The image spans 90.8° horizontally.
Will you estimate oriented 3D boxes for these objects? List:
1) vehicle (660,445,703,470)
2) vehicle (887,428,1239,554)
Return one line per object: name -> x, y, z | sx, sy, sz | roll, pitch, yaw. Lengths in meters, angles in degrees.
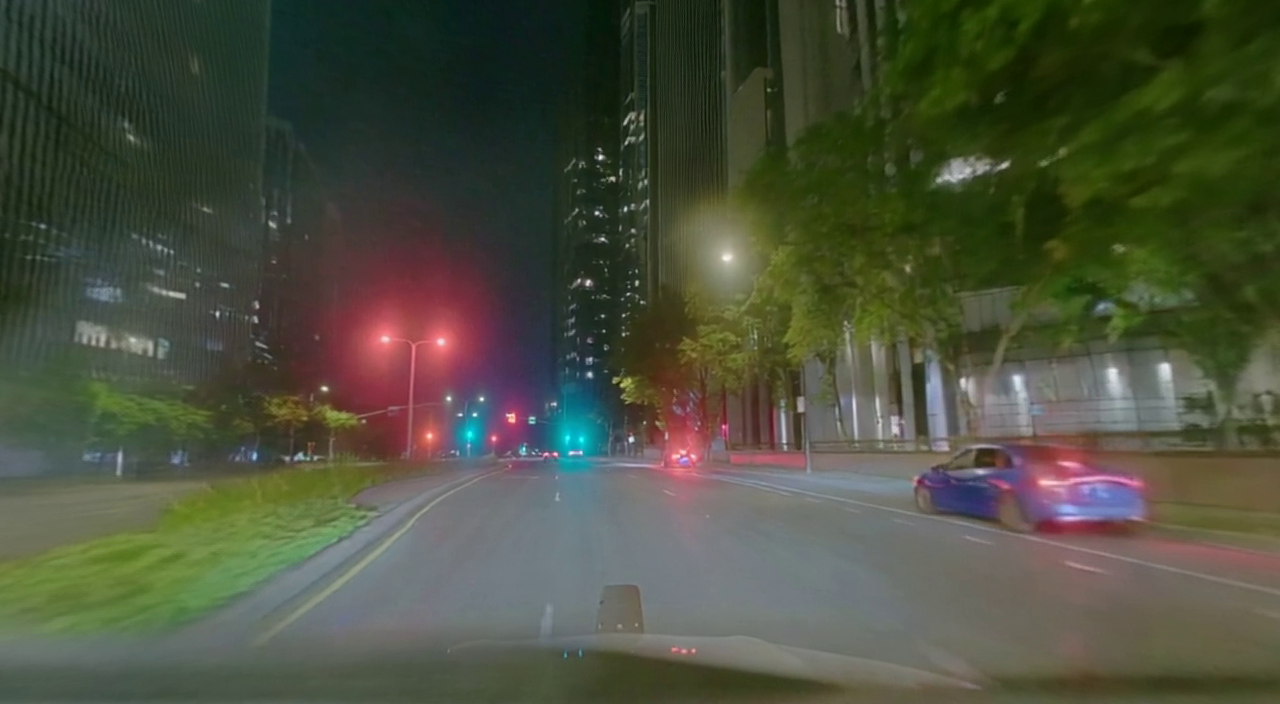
vehicle -> 2.854, 7.401, 44.500 | 2.042, 1.635, 4.858 | 1, -9, -8
vehicle -> 6.111, 2.054, 10.199 | 1.984, 1.479, 5.102 | 1, -8, -3
